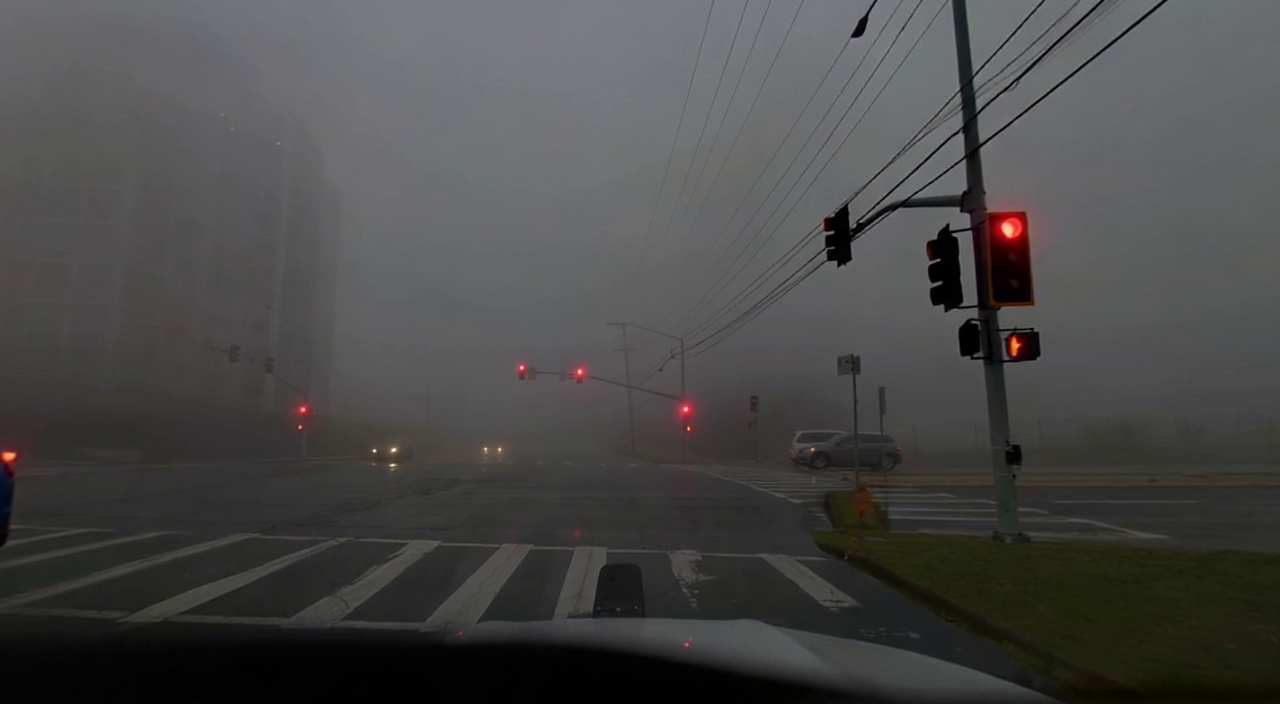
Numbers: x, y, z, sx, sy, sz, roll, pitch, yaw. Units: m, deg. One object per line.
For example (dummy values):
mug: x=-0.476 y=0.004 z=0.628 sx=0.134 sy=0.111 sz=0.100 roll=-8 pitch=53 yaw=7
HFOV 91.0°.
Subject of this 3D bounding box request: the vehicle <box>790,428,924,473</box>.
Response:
vehicle: x=8.700 y=4.018 z=25.724 sx=4.884 sy=1.714 sz=2.021 roll=-2 pitch=-9 yaw=12
